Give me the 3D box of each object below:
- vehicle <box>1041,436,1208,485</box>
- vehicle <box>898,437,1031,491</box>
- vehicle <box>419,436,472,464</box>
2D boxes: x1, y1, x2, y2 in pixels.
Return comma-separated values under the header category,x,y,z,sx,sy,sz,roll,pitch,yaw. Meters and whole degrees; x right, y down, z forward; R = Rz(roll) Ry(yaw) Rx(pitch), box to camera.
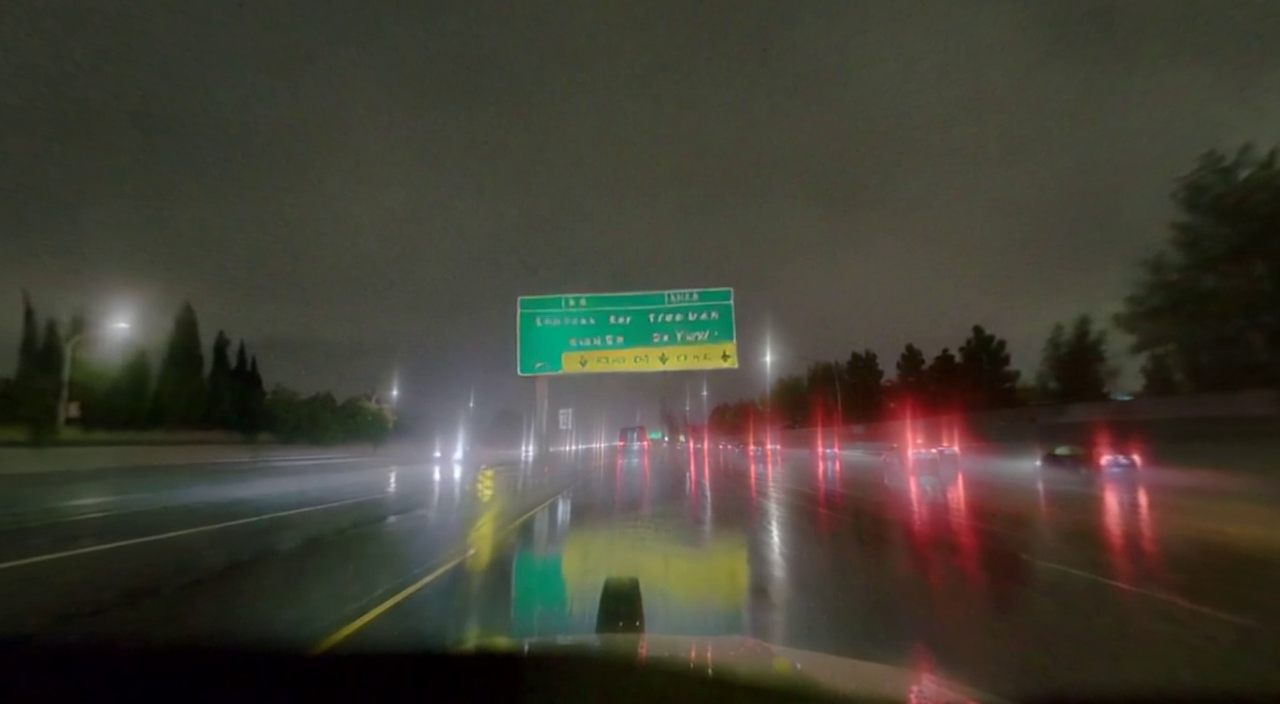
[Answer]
category,x,y,z,sx,sy,sz,roll,pitch,yaw
vehicle,16.568,3.718,22.013,1.936,1.498,4.883,0,-8,0
vehicle,9.644,3.344,19.200,1.836,1.418,4.132,0,-8,0
vehicle,-12.574,6.339,41.102,1.989,1.694,4.081,2,-8,1
